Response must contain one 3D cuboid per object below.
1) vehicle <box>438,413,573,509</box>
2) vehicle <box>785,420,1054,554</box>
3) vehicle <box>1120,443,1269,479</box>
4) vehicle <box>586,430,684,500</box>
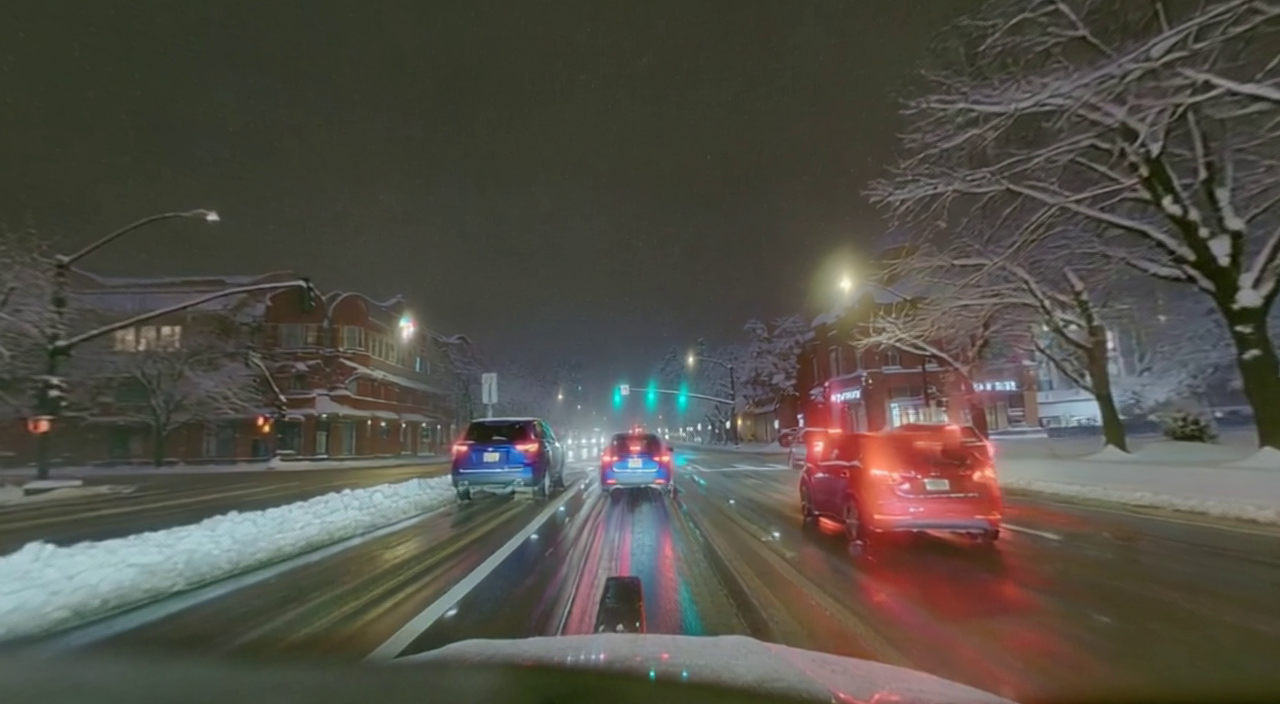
[{"bbox_3d":[-2.842,2.453,14.610,2.064,1.825,4.760,0,-8,0],"label":"vehicle"},{"bbox_3d":[3.651,1.837,9.340,1.861,1.473,4.393,0,-8,-2],"label":"vehicle"},{"bbox_3d":[23.148,4.562,26.513,4.368,1.448,1.876,-1,-8,2],"label":"vehicle"},{"bbox_3d":[-0.131,2.726,15.627,2.097,1.480,4.006,0,-8,-1],"label":"vehicle"}]
